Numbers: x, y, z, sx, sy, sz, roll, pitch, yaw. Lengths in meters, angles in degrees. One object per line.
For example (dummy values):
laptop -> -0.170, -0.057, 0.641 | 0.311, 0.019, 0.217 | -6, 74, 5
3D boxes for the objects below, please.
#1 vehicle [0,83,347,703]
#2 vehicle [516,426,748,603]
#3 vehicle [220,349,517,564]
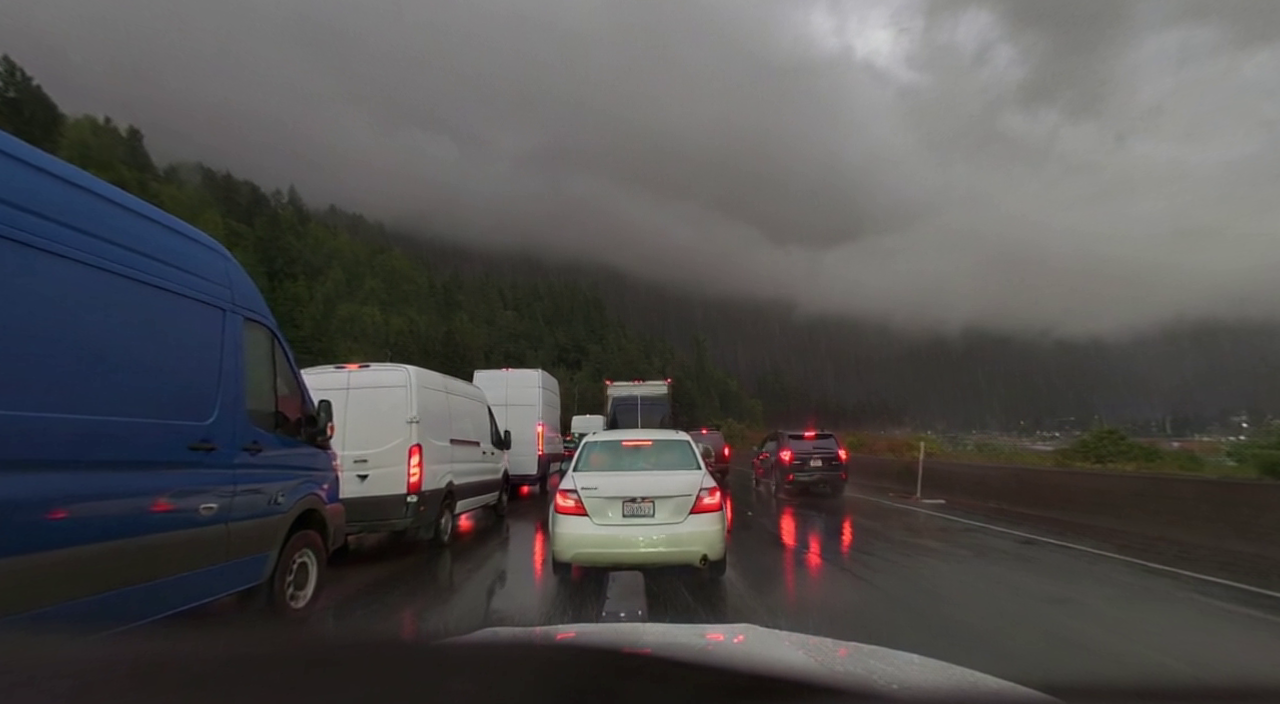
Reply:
vehicle -> -4.074, 0.253, 3.055 | 2.254, 2.879, 6.656 | 0, -9, -2
vehicle -> -0.104, 1.668, 7.207 | 1.995, 1.495, 3.380 | 0, -9, -1
vehicle -> -4.018, 1.798, 11.284 | 2.349, 2.643, 6.807 | 0, -9, -1
